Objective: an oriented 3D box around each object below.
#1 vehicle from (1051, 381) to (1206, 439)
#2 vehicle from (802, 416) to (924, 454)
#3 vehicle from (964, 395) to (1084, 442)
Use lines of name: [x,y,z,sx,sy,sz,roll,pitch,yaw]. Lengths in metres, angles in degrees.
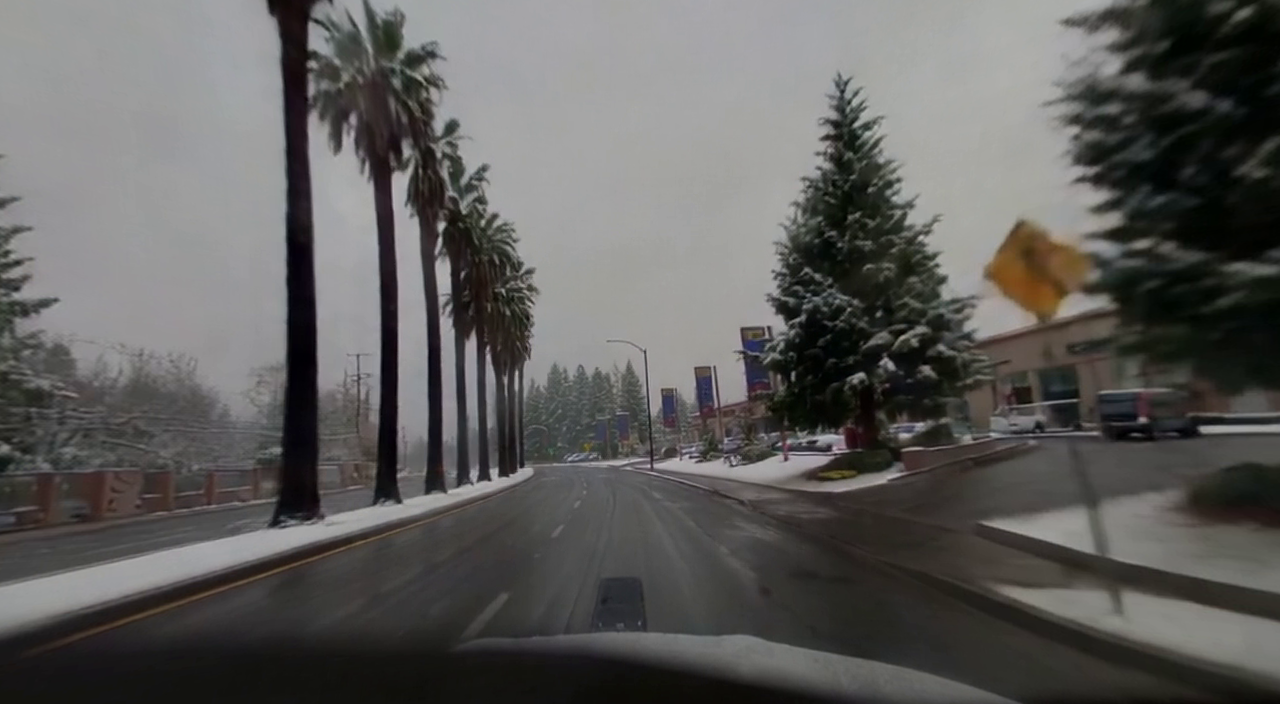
vehicle: [19.205,2.417,25.059,1.992,1.767,4.848,-7,-9,-3]
vehicle: [10.078,3.809,28.682,4.671,1.630,2.200,0,-9,-1]
vehicle: [19.240,3.405,31.690,2.002,1.686,4.537,-2,-12,-29]
